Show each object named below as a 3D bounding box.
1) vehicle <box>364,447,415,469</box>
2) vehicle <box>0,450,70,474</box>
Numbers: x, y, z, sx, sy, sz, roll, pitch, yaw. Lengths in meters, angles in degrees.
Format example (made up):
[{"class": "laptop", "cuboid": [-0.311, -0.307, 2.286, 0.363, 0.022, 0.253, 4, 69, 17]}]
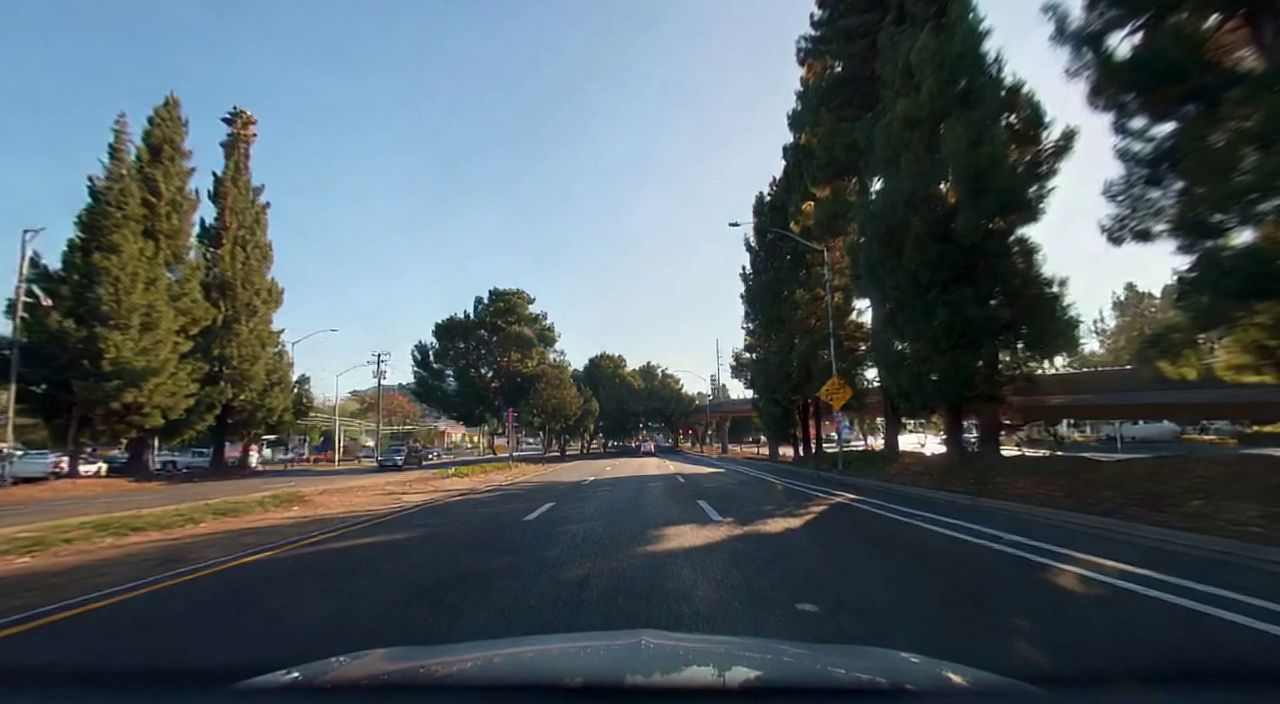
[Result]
[{"class": "vehicle", "cuboid": [-19.532, 8.267, 49.094, 2.002, 1.642, 4.619, 0, -8, 1]}, {"class": "vehicle", "cuboid": [-45.324, 8.091, 46.278, 4.534, 1.702, 1.993, 0, -9, 1]}]
